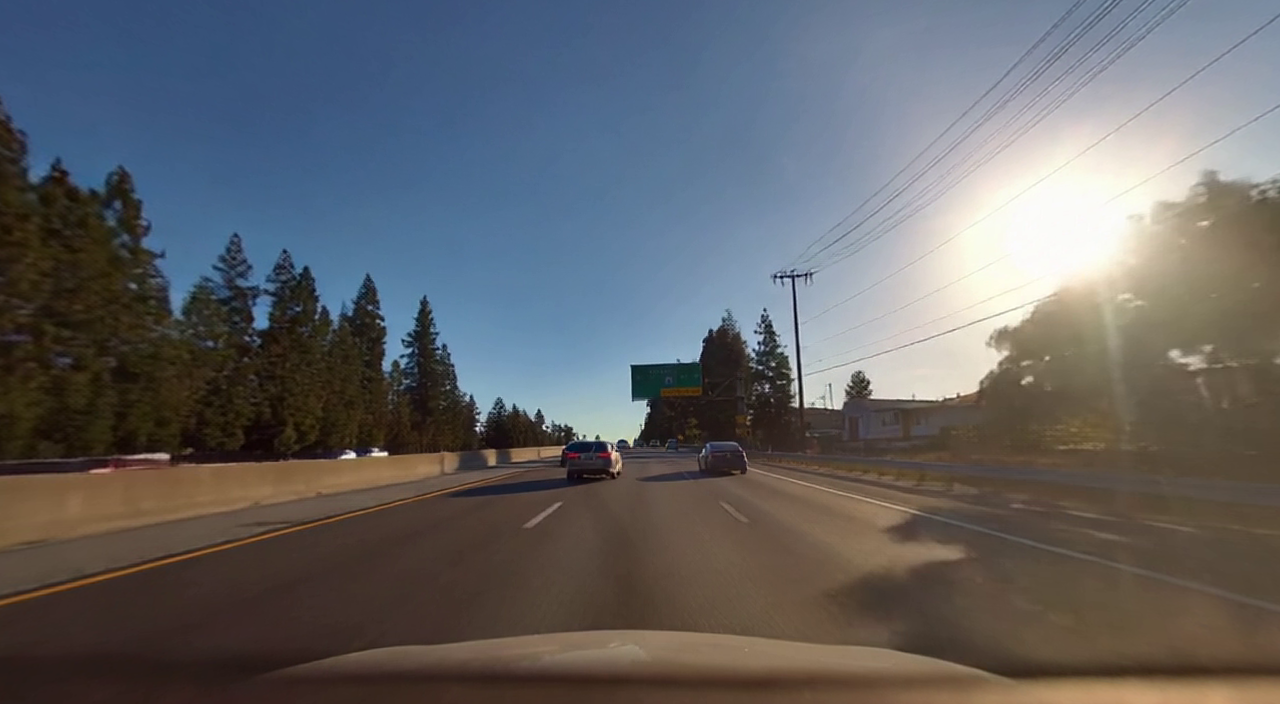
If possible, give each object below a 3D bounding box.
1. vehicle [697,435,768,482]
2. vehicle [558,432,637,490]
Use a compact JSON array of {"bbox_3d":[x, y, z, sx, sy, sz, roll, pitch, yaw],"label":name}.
[{"bbox_3d":[3.347,3.930,23.572,1.996,1.579,3.841,0,-8,-1],"label":"vehicle"},{"bbox_3d":[-1.212,3.354,19.764,2.049,1.620,4.153,0,-8,2],"label":"vehicle"}]
